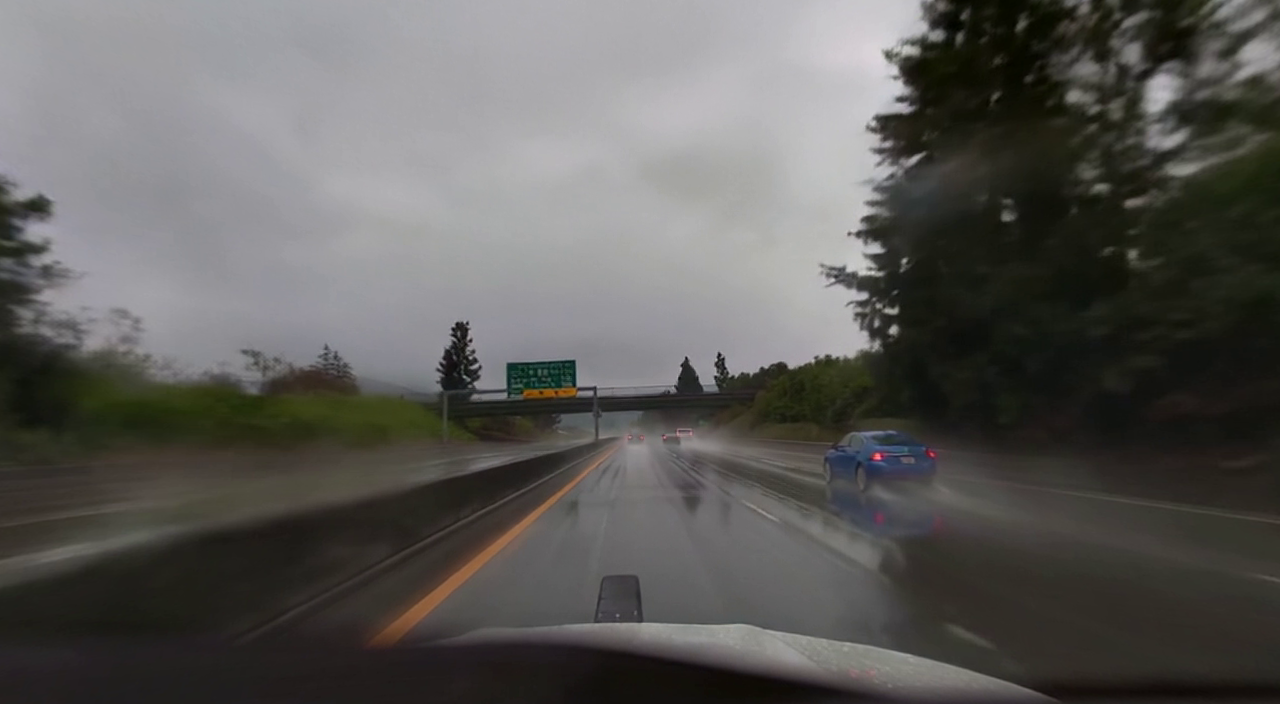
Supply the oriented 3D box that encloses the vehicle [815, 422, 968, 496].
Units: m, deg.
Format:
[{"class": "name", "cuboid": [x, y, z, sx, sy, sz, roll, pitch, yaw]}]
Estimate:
[{"class": "vehicle", "cuboid": [6.008, 2.577, 15.686, 1.940, 1.578, 4.122, 0, -8, -3]}]
